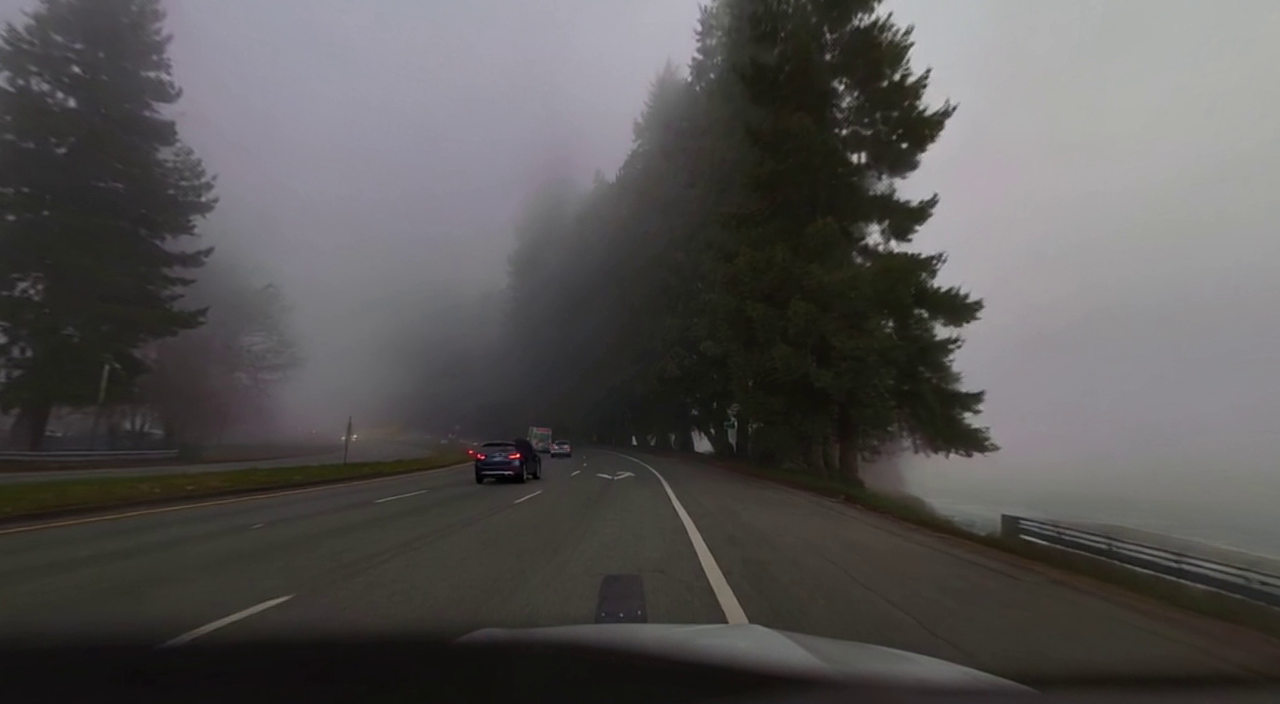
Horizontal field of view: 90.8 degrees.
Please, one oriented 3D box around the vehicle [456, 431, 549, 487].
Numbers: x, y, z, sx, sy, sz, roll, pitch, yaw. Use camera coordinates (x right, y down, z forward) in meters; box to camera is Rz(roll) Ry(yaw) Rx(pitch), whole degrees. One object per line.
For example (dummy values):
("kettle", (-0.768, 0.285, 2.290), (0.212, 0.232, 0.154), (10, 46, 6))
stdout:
("vehicle", (-4.642, 3.708, 22.146), (2.210, 1.737, 4.649), (0, -8, 0))
